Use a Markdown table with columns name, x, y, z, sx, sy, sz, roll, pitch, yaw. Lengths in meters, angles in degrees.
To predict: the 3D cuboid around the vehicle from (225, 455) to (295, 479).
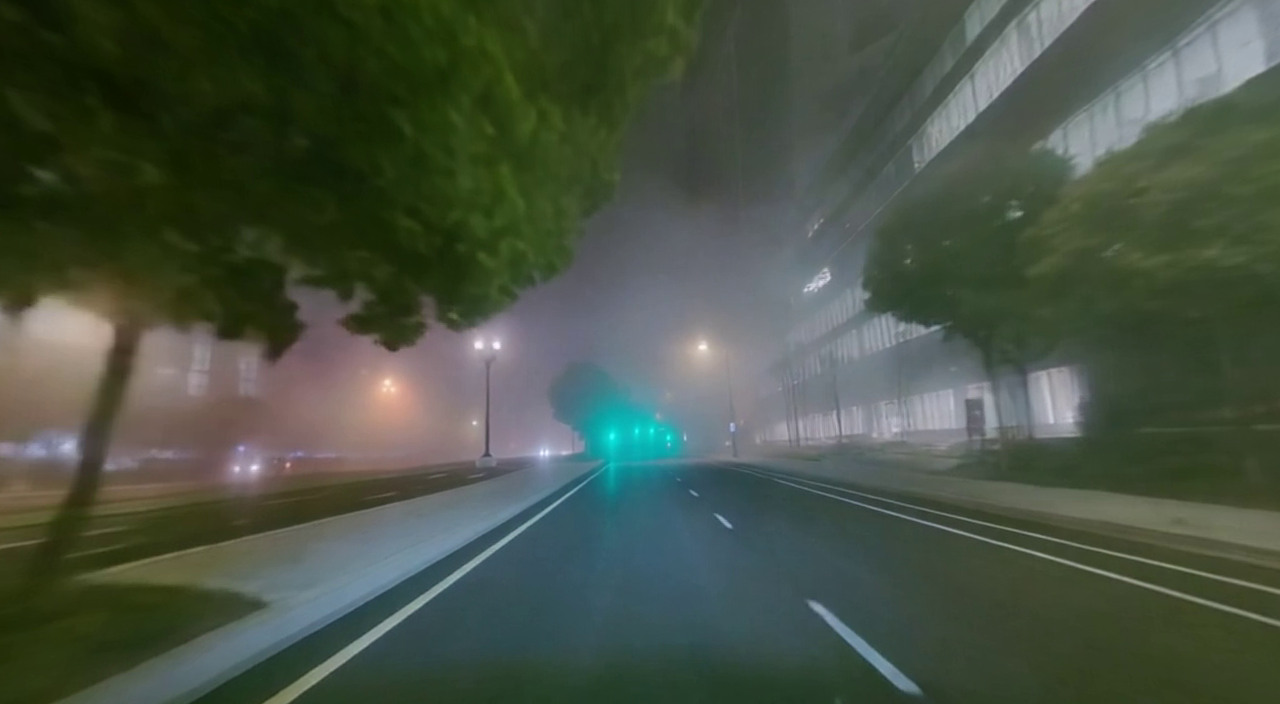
| name | x | y | z | sx | sy | sz | roll | pitch | yaw |
| --- | --- | --- | --- | --- | --- | --- | --- | --- | --- |
| vehicle | -26.491 | 7.998 | 44.220 | 1.927 | 1.476 | 4.717 | 0 | -9 | 1 |
